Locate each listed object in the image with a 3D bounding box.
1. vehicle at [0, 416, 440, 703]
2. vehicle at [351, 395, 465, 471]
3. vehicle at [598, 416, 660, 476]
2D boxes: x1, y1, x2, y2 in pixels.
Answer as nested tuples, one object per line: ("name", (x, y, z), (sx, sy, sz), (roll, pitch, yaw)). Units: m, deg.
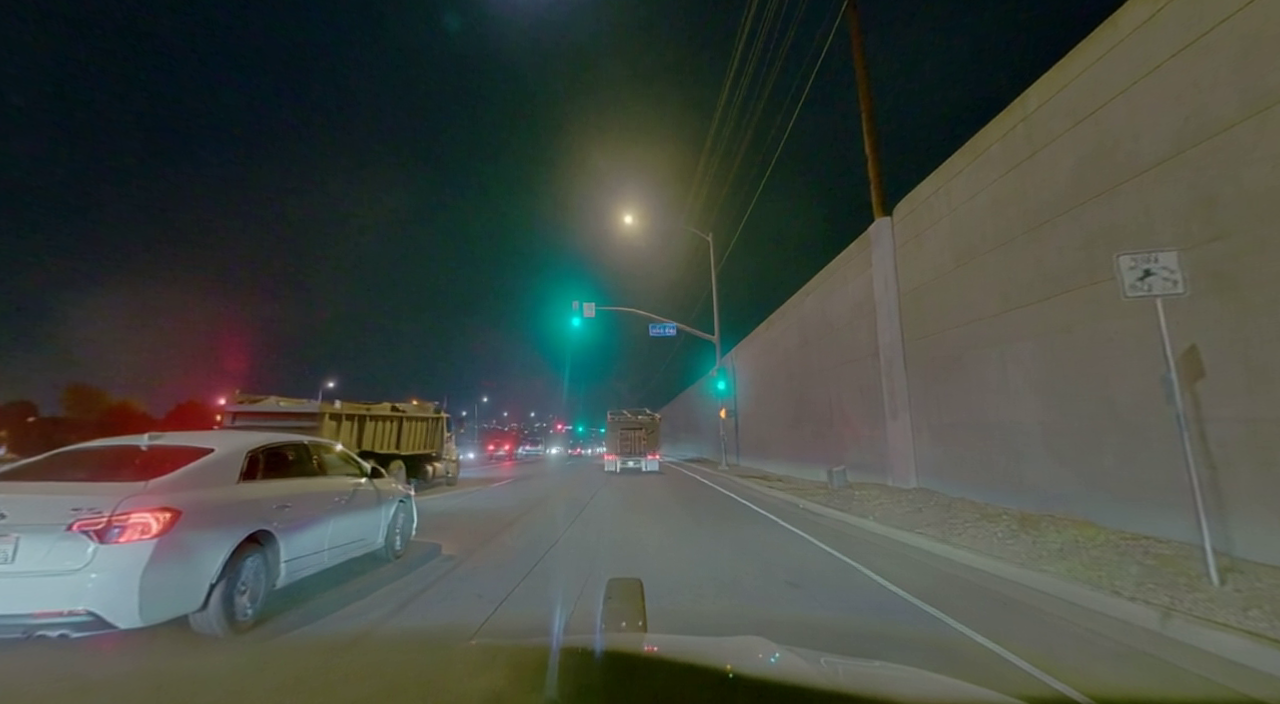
("vehicle", (-3.711, 1.452, 5.807), (2.019, 1.480, 4.966), (-1, -8, 1))
("vehicle", (-12.945, 4.735, 36.299), (3.016, 3.847, 8.707), (-1, -8, 2))
("vehicle", (-0.505, 4.031, 27.089), (2.355, 2.305, 5.336), (0, -9, -2))
